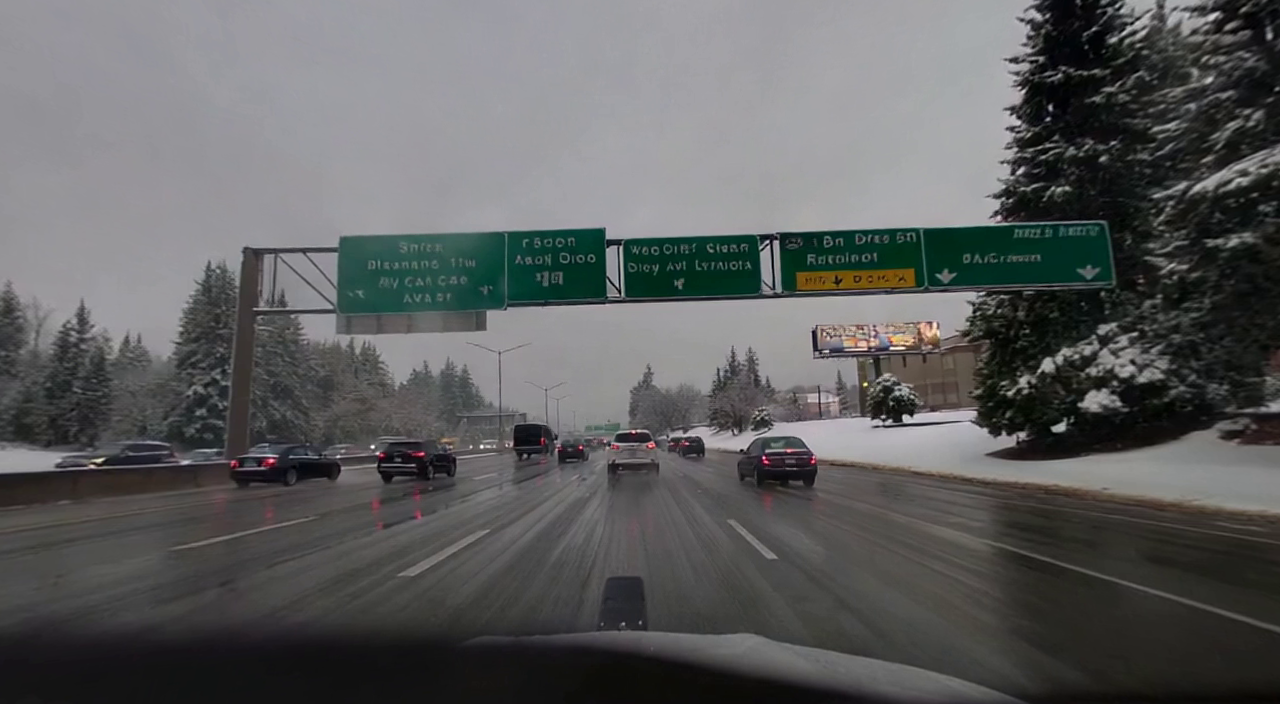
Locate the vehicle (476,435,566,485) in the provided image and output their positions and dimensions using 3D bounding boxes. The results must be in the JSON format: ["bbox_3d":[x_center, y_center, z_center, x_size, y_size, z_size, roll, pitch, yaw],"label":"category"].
[{"bbox_3d":[-3.873,3.613,21.391,2.079,1.499,4.512,0,-8,1],"label":"vehicle"}]

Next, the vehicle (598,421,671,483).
[{"bbox_3d":[-0.177,3.360,21.351,2.209,1.863,4.626,0,-8,0],"label":"vehicle"}]

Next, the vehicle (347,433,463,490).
[{"bbox_3d":[-7.406,3.484,20.443,2.021,1.632,4.417,0,-8,1],"label":"vehicle"}]

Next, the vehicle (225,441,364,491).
[{"bbox_3d":[-11.245,3.712,20.962,1.970,1.441,4.555,0,-8,1],"label":"vehicle"}]

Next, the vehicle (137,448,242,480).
[{"bbox_3d":[-21.895,5.430,30.902,1.867,1.443,4.468,0,-8,0],"label":"vehicle"}]

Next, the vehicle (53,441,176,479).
[{"bbox_3d":[-25.754,5.289,31.187,1.906,1.732,4.846,0,-8,0],"label":"vehicle"}]

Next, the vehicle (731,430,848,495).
[{"bbox_3d":[3.798,2.896,16.906,1.942,1.487,4.518,0,-8,-1],"label":"vehicle"}]
